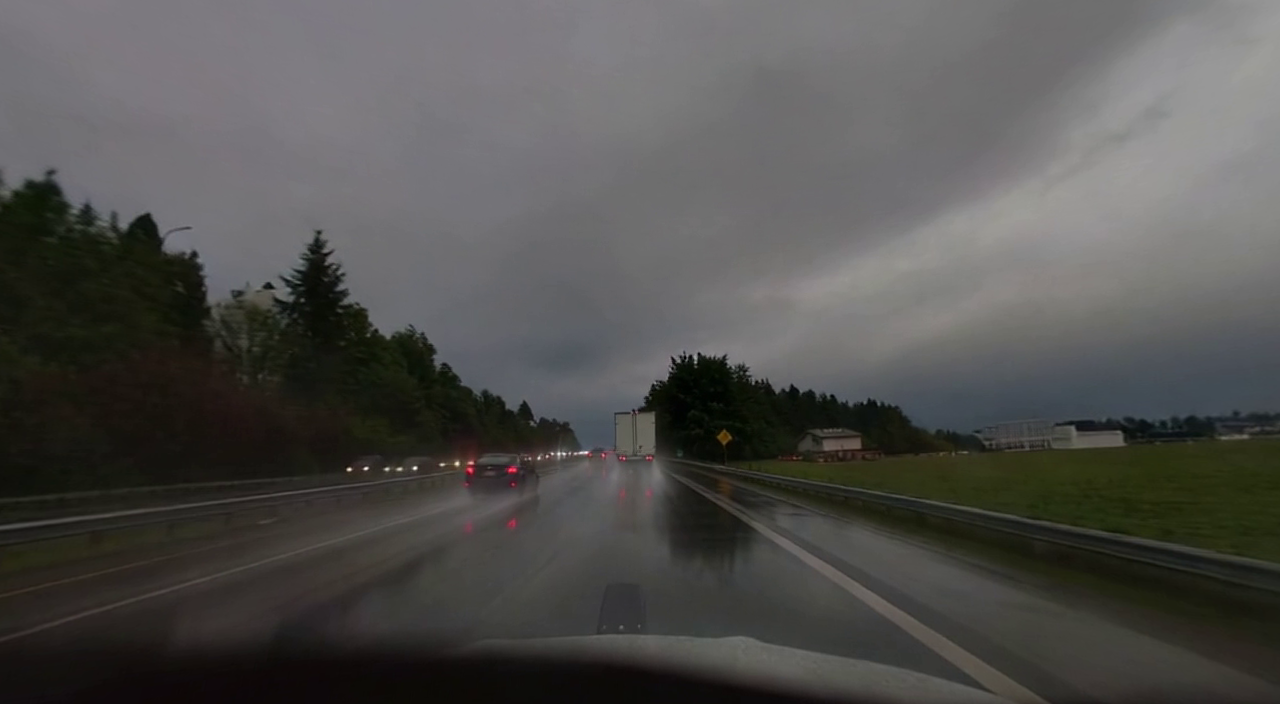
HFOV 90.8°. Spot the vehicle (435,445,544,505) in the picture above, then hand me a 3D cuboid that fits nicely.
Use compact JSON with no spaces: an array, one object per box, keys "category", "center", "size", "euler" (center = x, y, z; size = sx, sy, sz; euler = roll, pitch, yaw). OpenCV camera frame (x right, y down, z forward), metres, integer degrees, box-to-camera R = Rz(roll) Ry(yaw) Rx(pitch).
[{"category":"vehicle","center":[-4.074,3.406,17.869],"size":[1.968,1.460,4.227],"euler":[0,-9,1]}]

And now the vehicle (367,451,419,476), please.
[{"category":"vehicle","center":[-17.197,7.765,44.129],"size":[1.896,1.641,4.116],"euler":[0,-9,0]}]
